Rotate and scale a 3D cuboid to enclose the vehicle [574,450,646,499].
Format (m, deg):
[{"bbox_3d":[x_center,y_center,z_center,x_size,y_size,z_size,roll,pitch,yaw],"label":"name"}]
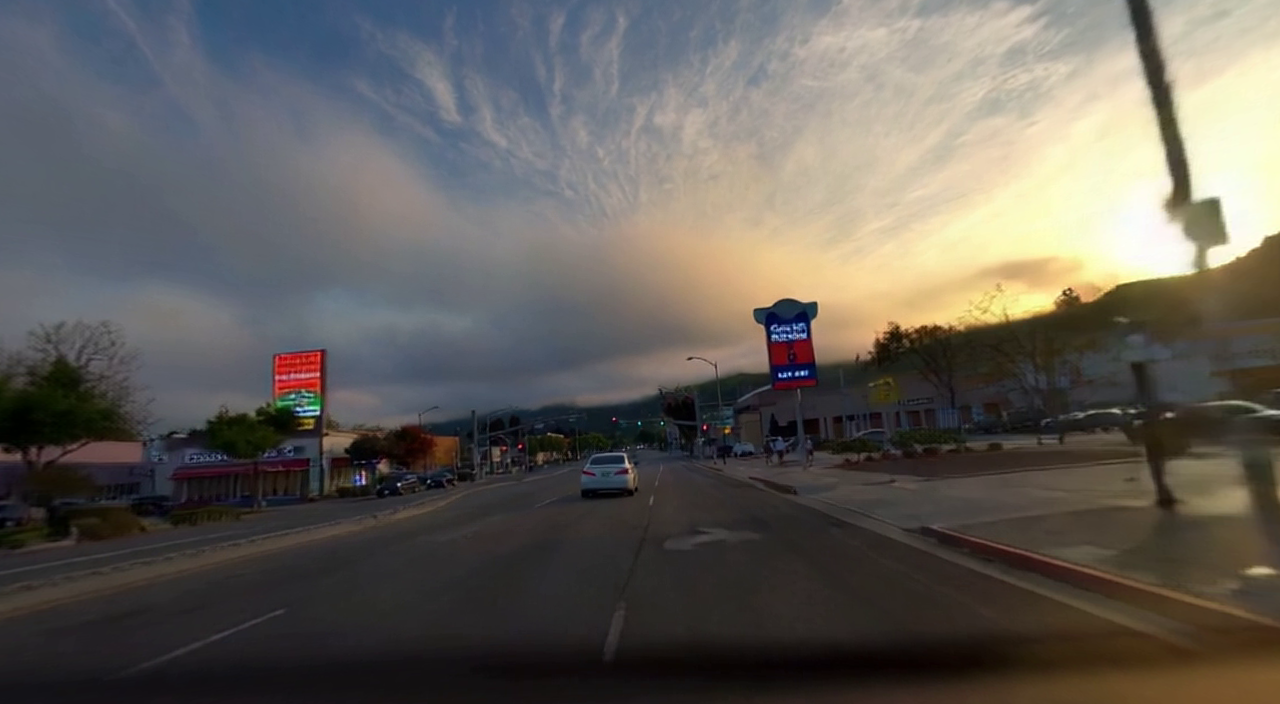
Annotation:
[{"bbox_3d":[-0.883,4.026,21.157,1.977,1.451,4.032,-1,-9,3],"label":"vehicle"}]

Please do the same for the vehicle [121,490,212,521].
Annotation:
[{"bbox_3d":[-30.177,9.788,40.445,1.817,1.485,4.436,-2,-9,13],"label":"vehicle"}]

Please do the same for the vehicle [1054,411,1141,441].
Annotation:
[{"bbox_3d":[27.582,4.551,38.342,1.965,1.693,4.635,-1,-9,3],"label":"vehicle"}]
